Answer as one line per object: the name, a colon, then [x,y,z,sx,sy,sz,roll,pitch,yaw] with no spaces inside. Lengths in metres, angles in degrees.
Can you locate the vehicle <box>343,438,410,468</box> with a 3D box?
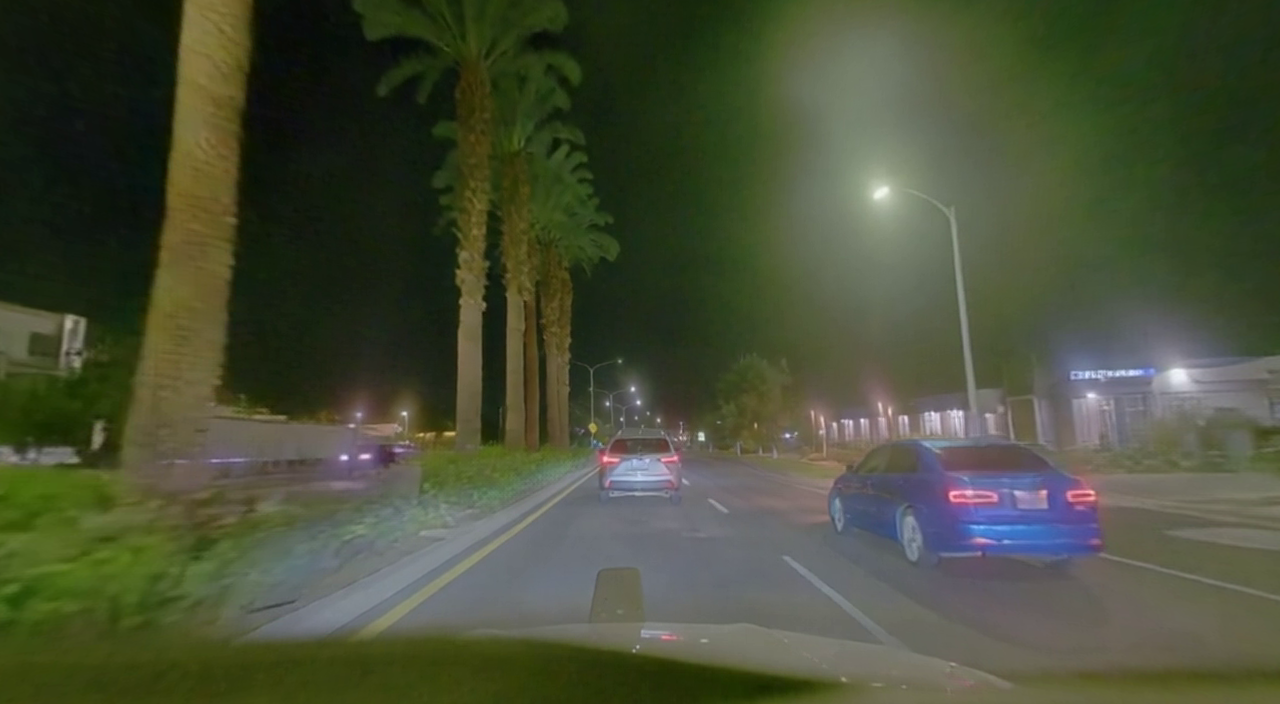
vehicle: [-17.573,6.754,42.416,2.127,1.883,5.167,0,-8,1]

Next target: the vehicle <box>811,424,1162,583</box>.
vehicle: [3.883,1.759,8.273,1.941,1.472,4.570,0,-8,-1]

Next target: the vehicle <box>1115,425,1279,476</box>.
vehicle: [19.399,3.390,21.807,4.392,1.628,1.982,0,-8,-3]

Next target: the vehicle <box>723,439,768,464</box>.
vehicle: [6.648,6.314,40.292,1.930,1.457,4.267,0,-8,-2]

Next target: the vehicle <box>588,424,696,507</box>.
vehicle: [0.025,2.675,15.317,2.239,1.693,4.301,0,-8,0]
